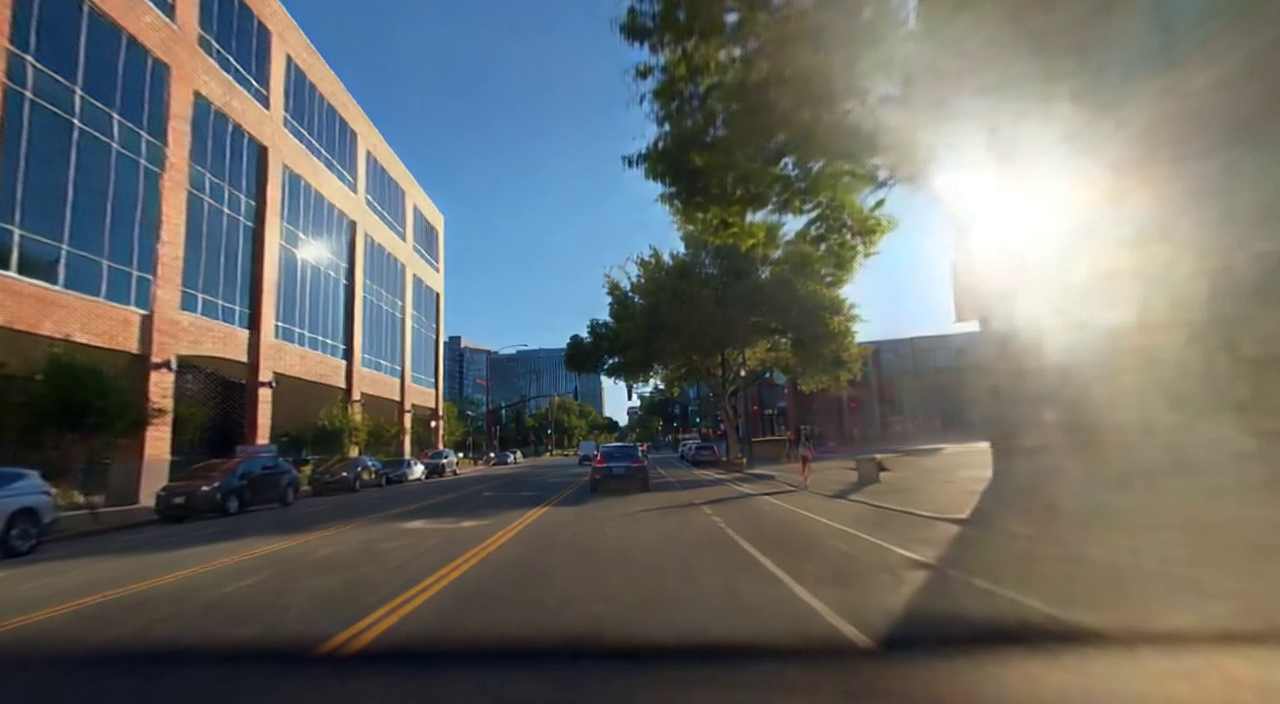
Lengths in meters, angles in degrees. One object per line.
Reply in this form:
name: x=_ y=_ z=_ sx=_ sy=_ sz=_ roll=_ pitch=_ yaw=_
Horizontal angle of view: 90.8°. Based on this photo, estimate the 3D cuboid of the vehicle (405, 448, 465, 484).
vehicle: x=-12.188 y=6.759 z=37.893 sx=2.090 sy=1.784 sz=4.832 roll=-4 pitch=-8 yaw=-2

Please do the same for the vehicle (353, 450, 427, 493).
vehicle: x=-12.321 y=5.883 z=31.472 sx=1.945 sy=1.712 sz=4.648 roll=-6 pitch=-8 yaw=-3

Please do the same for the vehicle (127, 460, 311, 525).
vehicle: x=-11.859 y=3.944 z=18.344 sx=1.991 sy=1.507 sz=4.879 roll=0 pitch=-8 yaw=0

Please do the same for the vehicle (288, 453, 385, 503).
vehicle: x=-12.250 y=5.076 z=25.826 sx=1.976 sy=1.577 sz=4.091 roll=-6 pitch=-8 yaw=-1

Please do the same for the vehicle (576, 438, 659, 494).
vehicle: x=-0.639 y=3.407 z=19.254 sx=2.269 sy=1.479 sz=3.980 roll=0 pitch=-8 yaw=-1

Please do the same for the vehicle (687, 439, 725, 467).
vehicle: x=4.225 y=6.532 z=41.001 sx=1.924 sy=1.645 sz=4.528 roll=-1 pitch=-8 yaw=-1
